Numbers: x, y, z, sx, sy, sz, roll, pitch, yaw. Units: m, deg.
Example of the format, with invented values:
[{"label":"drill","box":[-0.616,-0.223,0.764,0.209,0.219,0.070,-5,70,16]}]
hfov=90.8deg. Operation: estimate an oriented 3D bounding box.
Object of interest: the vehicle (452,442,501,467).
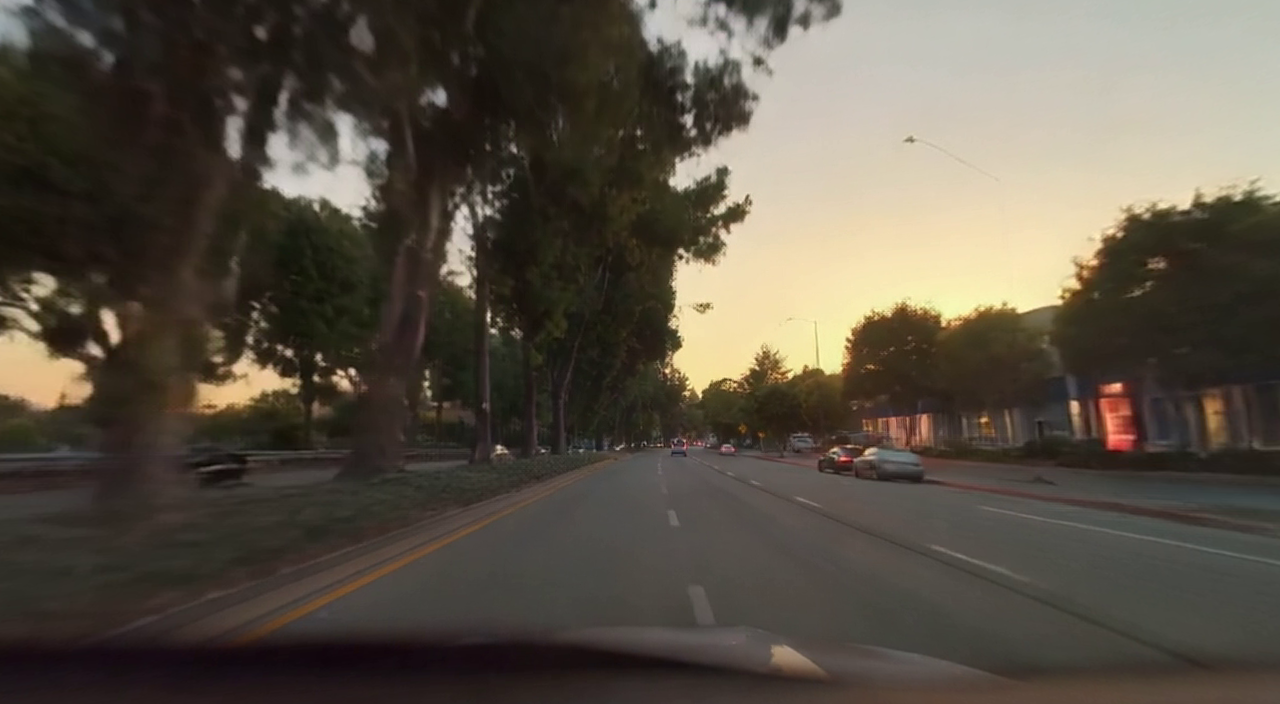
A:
[{"label":"vehicle","box":[-10.337,6.529,40.389,1.864,1.497,4.604,0,-9,1]}]

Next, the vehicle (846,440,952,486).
[{"label":"vehicle","box":[9.051,3.913,22.574,2.022,1.449,4.706,-1,-9,3]}]
